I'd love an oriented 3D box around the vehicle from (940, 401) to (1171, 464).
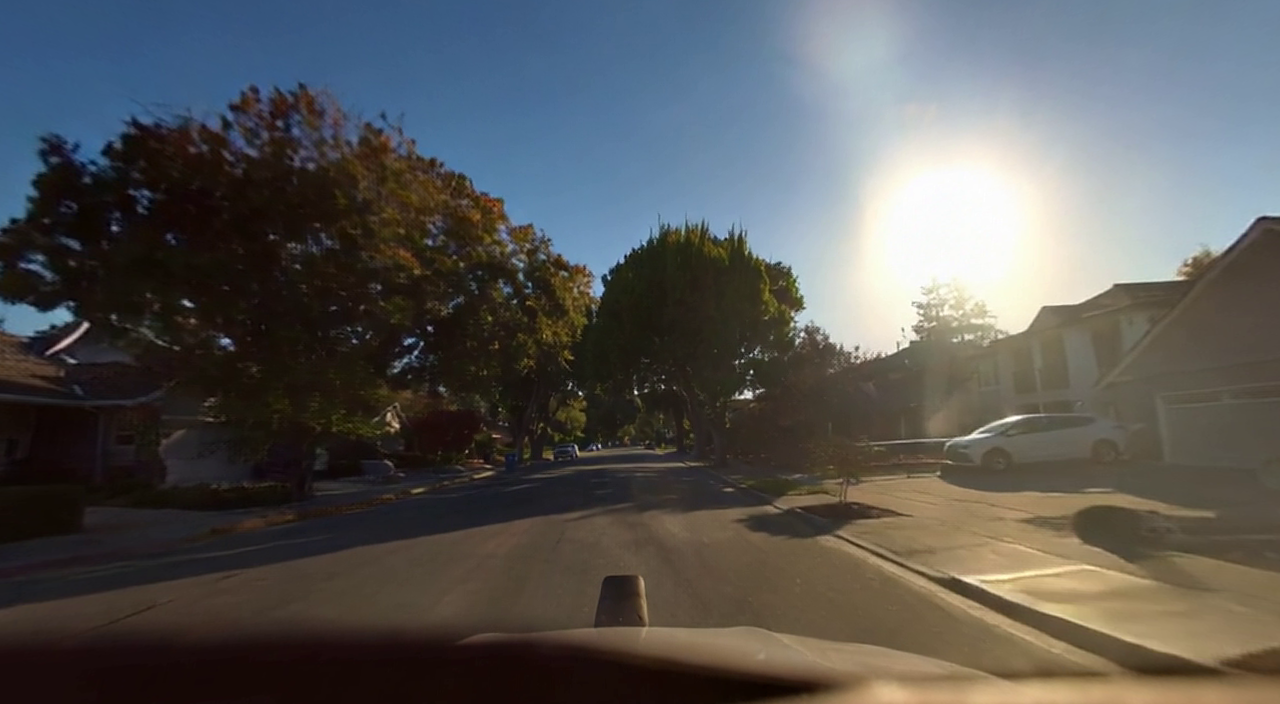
[{"bbox_3d":[11.249,2.238,17.422,4.894,1.616,1.965,-1,-9,2],"label":"vehicle"}]
